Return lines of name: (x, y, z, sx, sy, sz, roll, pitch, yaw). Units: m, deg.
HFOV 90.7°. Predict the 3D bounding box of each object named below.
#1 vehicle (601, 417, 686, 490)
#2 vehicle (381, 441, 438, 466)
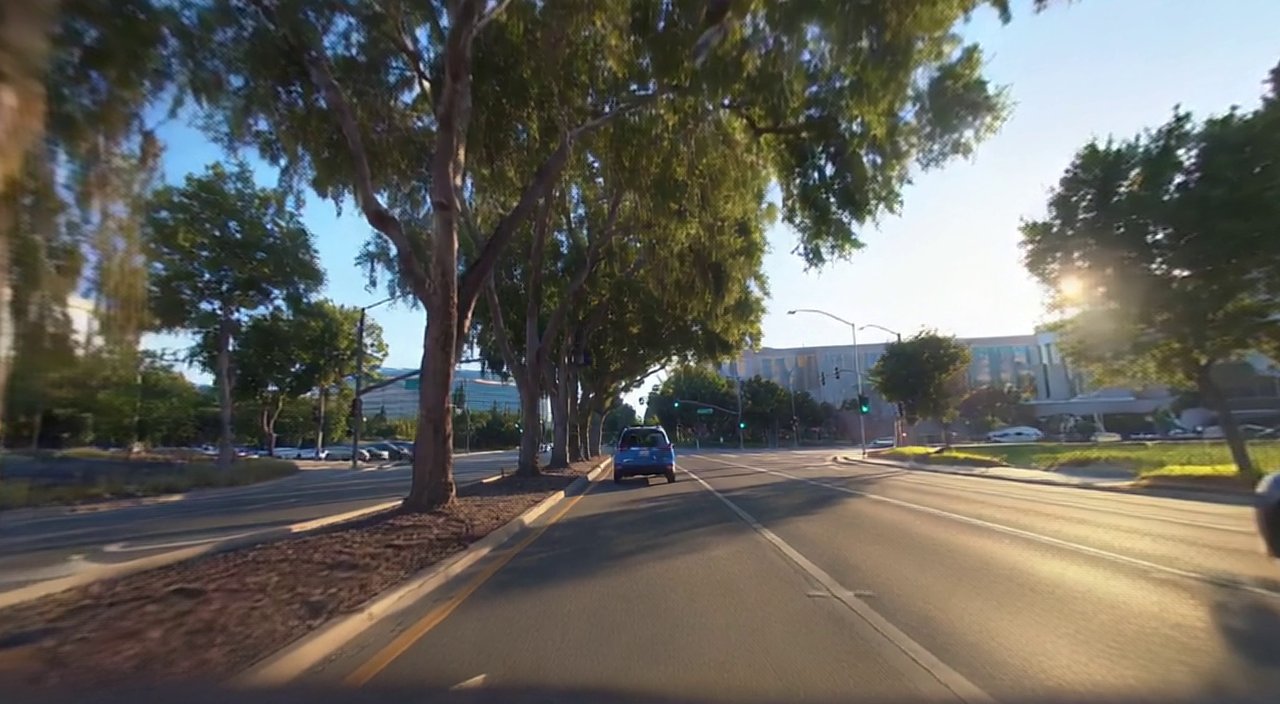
vehicle: (0.106, 3.052, 19.201, 2.267, 1.926, 4.708, 0, -9, 0)
vehicle: (-15.830, 6.933, 43.299, 2.209, 1.627, 4.582, 7, -11, -39)
